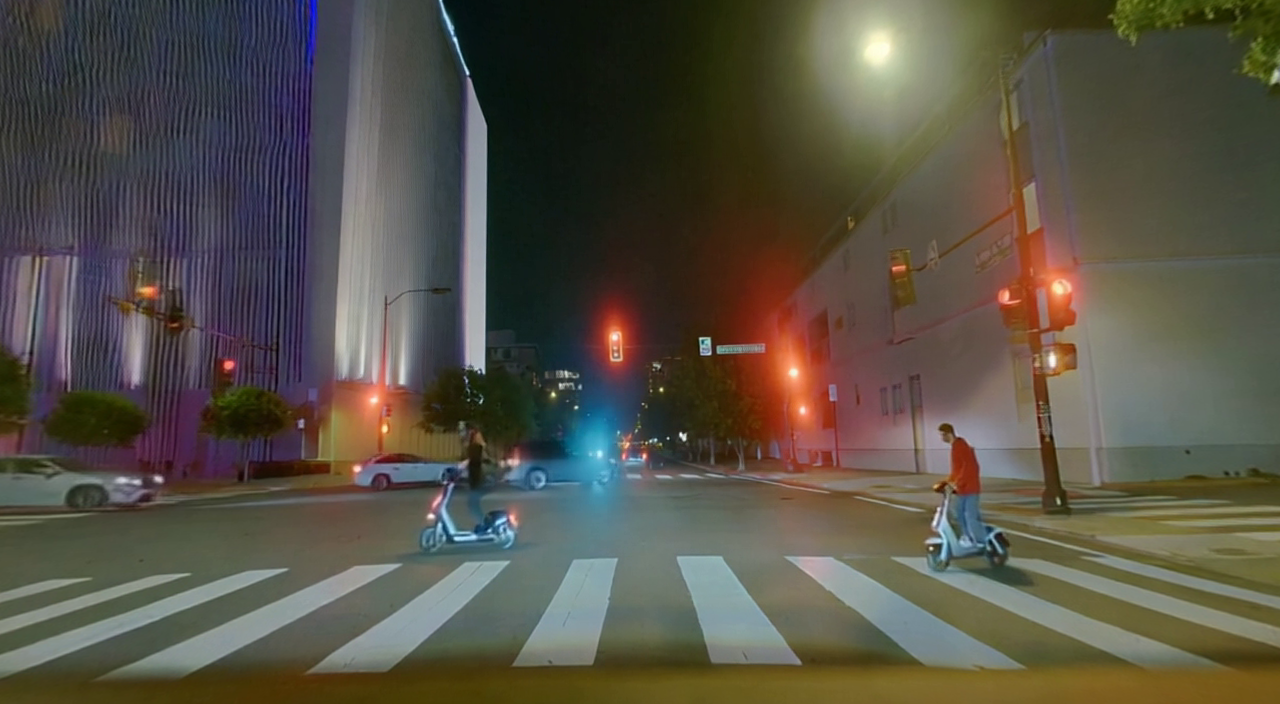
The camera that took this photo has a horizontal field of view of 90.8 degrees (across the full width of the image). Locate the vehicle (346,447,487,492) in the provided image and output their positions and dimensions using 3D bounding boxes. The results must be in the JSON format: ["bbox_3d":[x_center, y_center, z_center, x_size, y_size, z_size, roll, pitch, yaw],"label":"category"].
[{"bbox_3d":[-8.164,4.242,23.179,4.485,1.463,2.075,5,-10,-31],"label":"vehicle"}]

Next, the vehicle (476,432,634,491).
[{"bbox_3d":[-2.723,3.569,20.990,4.802,1.724,2.122,7,-11,-41],"label":"vehicle"}]

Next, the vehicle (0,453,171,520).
[{"bbox_3d":[-14.998,3.344,15.932,4.576,1.496,2.042,0,-8,-4],"label":"vehicle"}]
